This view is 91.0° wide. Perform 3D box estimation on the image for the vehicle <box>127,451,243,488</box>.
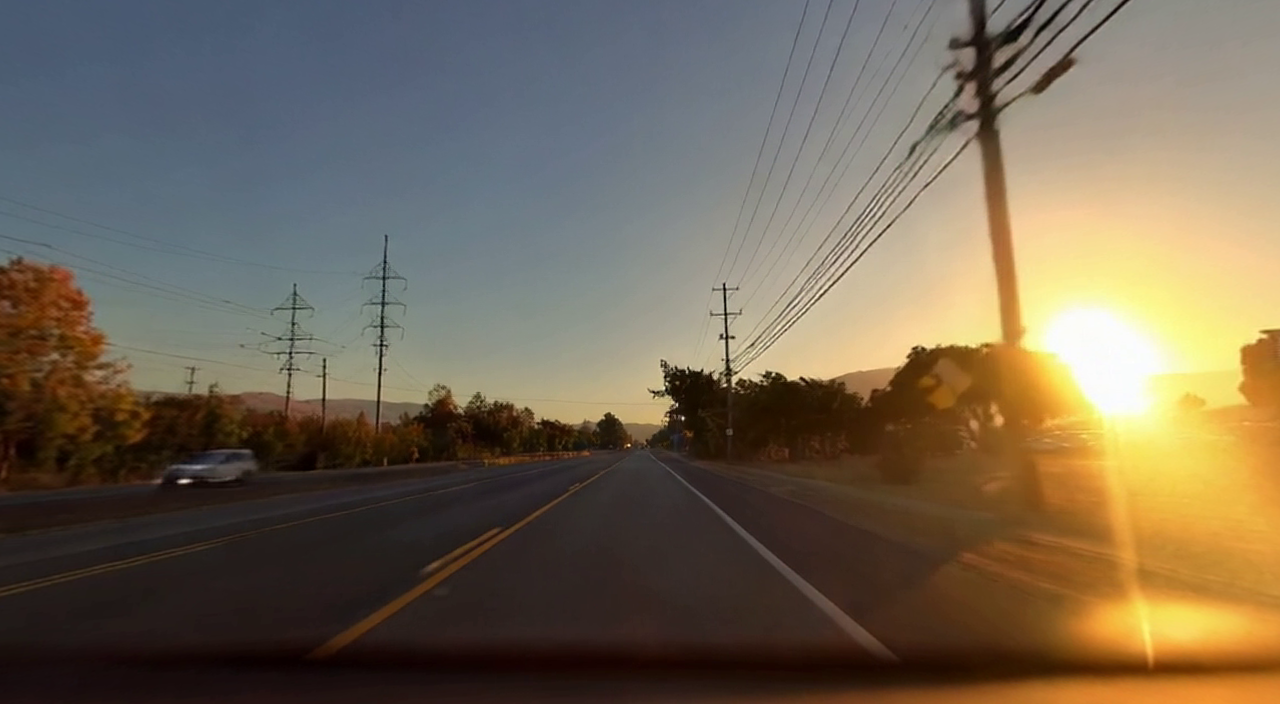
[{"bbox_3d":[-21.178,5.456,29.600,1.885,1.555,4.653,0,-9,1],"label":"vehicle"}]
